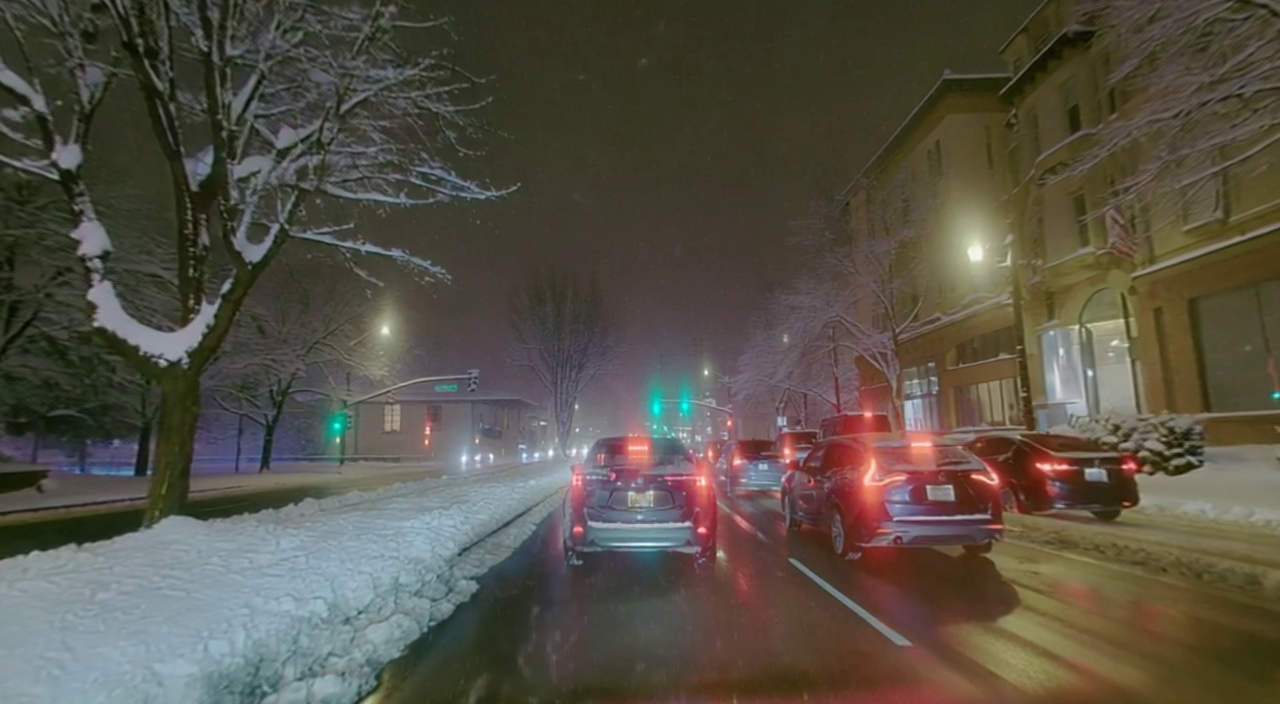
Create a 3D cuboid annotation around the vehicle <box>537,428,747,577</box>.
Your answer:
[{"bbox_3d":[-0.024,1.817,8.462,2.105,1.474,4.127,0,-8,-1],"label":"vehicle"}]

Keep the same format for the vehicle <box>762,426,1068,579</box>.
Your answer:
[{"bbox_3d":[3.154,1.815,8.532,1.995,1.483,4.533,0,-8,-1],"label":"vehicle"}]
